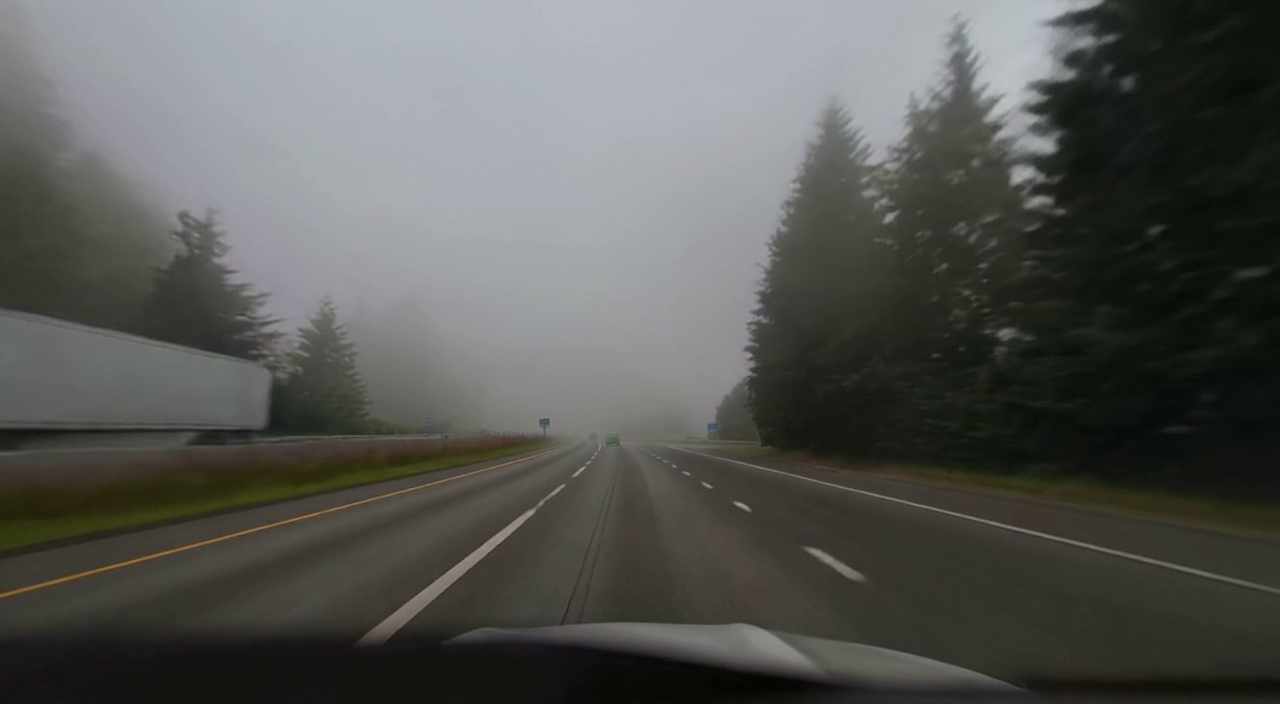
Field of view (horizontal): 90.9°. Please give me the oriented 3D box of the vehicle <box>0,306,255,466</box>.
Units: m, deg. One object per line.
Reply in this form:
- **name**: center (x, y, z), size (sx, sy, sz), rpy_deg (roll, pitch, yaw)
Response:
- **vehicle**: center (-17.345, 1.281, 18.800), size (2.903, 3.910, 14.634), rpy_deg (0, -8, -2)
